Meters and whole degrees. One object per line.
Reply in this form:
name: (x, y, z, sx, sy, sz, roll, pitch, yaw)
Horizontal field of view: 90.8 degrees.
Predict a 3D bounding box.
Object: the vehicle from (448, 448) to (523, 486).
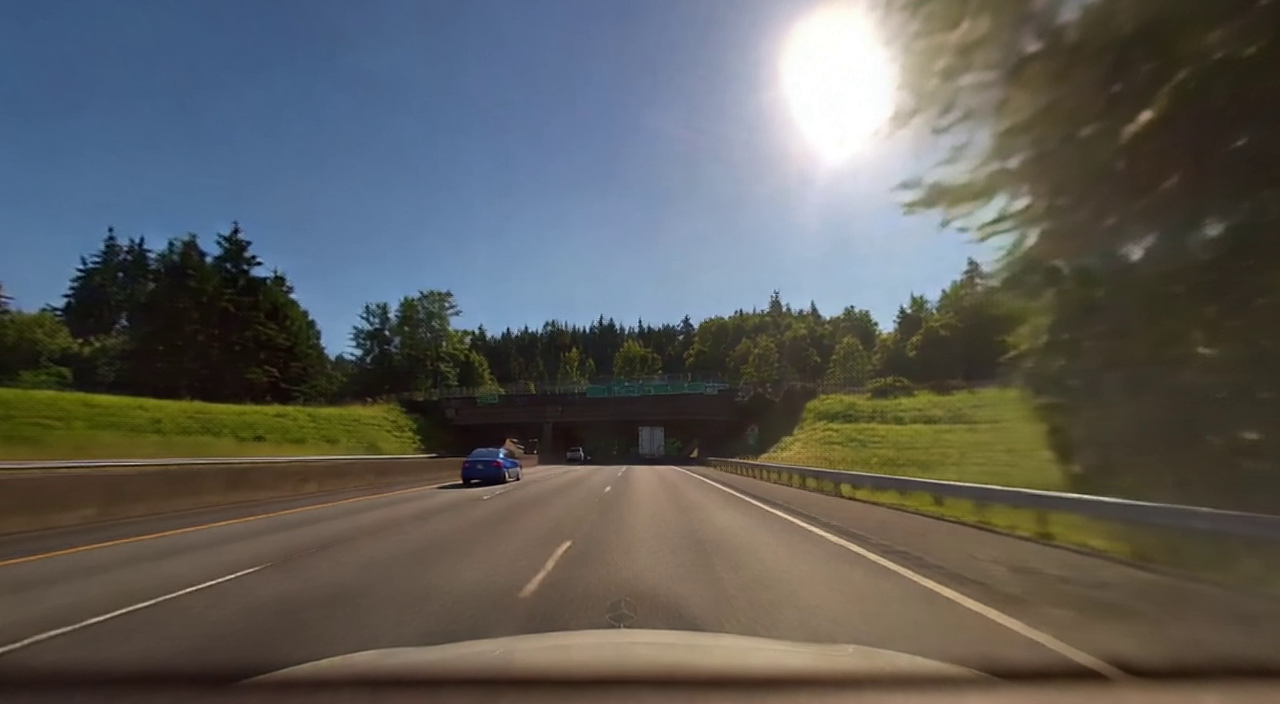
vehicle: (-6.532, 4.894, 27.178, 2.038, 1.489, 4.603, 0, -9, 0)
